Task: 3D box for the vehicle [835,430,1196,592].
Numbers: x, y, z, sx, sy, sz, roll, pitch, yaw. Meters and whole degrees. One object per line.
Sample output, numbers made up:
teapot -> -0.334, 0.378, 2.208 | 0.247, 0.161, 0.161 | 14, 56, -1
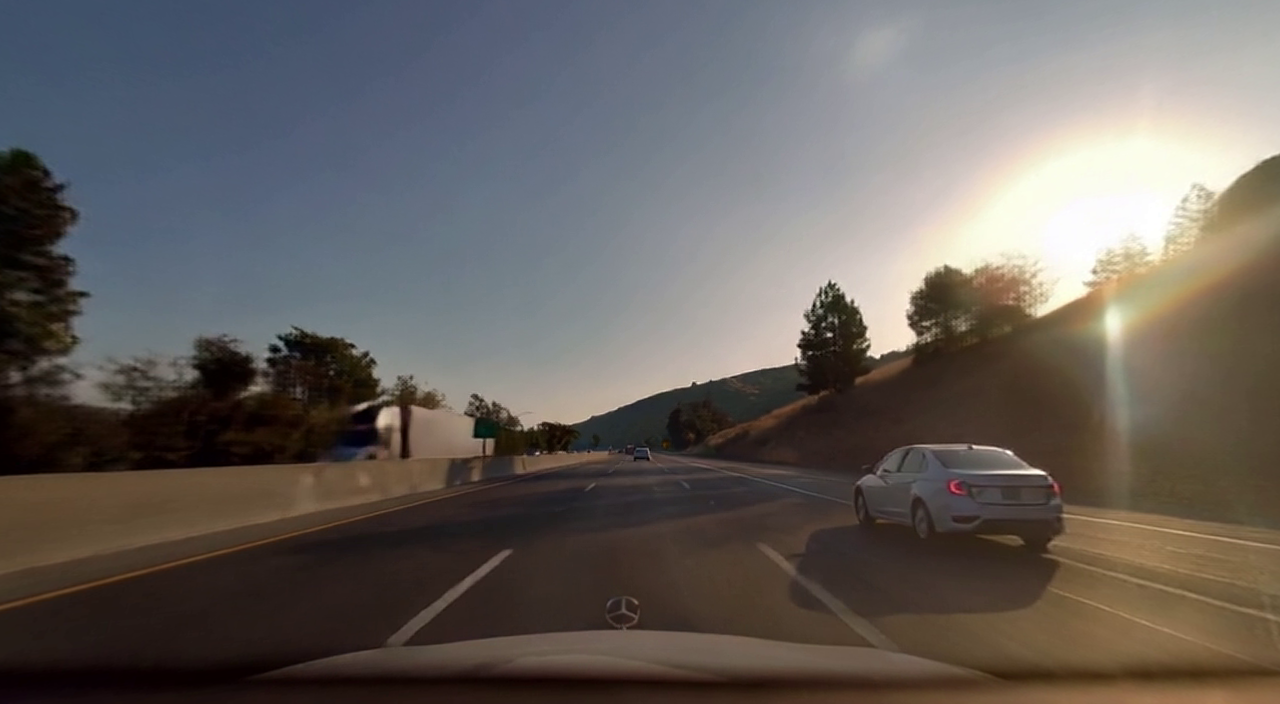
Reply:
vehicle -> 4.179, 1.824, 8.063 | 1.976, 1.495, 4.217 | 0, -9, -1
